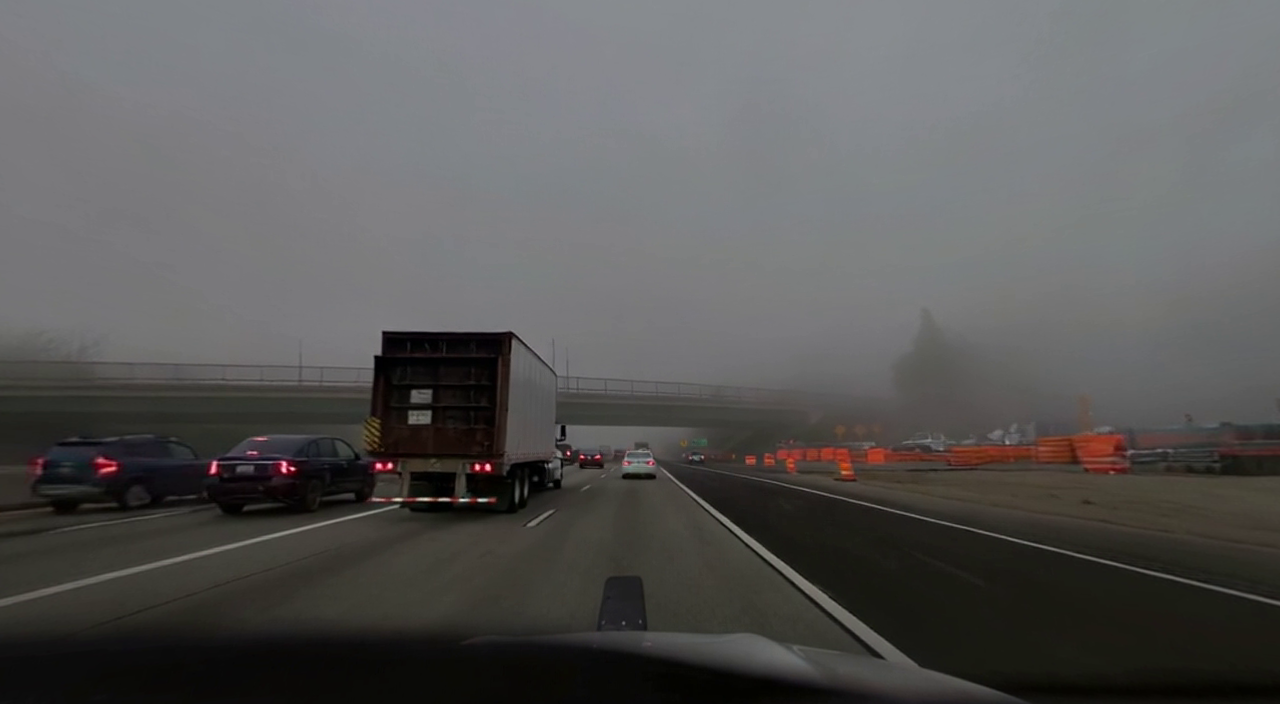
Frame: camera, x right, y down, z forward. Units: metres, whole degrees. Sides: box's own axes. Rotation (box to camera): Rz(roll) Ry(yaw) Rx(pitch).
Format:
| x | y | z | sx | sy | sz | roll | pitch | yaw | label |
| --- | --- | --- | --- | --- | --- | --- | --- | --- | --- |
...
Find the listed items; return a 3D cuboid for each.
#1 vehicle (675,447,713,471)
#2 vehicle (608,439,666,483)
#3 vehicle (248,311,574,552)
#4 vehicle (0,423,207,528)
| x | y | z | sx | sy | sz | roll | pitch | yaw | label |
| --- | --- | --- | --- | --- | --- | --- | --- | --- | --- |
| 3.405 | 6.858 | 40.581 | 2.003 | 1.465 | 4.092 | 0 | -8 | -1 | vehicle |
| -0.159 | 4.589 | 26.872 | 2.270 | 1.696 | 4.061 | 0 | -8 | -1 | vehicle |
| -3.665 | 1.854 | 14.144 | 3.075 | 3.276 | 11.073 | 0 | -8 | 0 | vehicle |
| -11.574 | 2.427 | 13.012 | 1.999 | 1.764 | 4.597 | 0 | -8 | 0 | vehicle |
